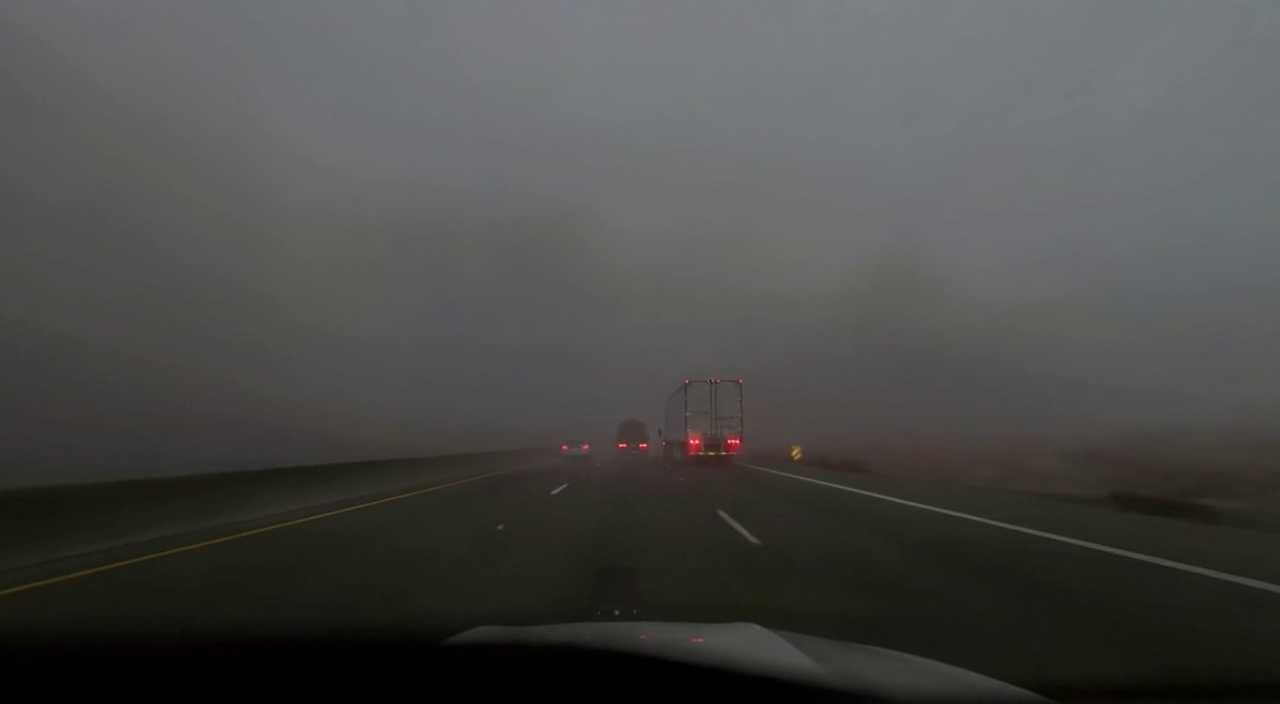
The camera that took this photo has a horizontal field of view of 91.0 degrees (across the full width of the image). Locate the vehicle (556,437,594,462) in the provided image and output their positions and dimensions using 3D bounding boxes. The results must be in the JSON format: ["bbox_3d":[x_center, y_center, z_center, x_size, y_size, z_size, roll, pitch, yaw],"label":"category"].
[{"bbox_3d":[-4.216,6.391,41.324,2.111,1.536,4.270,0,-8,0],"label":"vehicle"}]

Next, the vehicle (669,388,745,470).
[{"bbox_3d":[3.540,4.548,36.346,2.997,3.983,10.860,1,-8,-1],"label":"vehicle"}]
